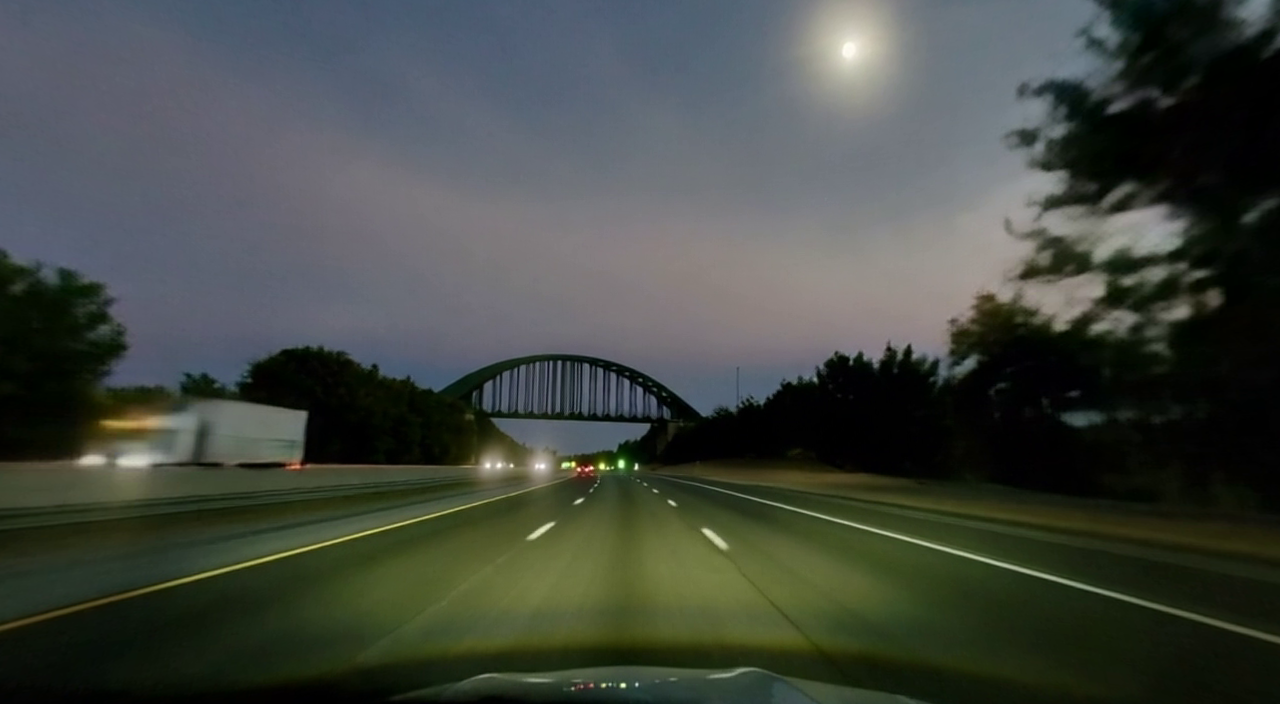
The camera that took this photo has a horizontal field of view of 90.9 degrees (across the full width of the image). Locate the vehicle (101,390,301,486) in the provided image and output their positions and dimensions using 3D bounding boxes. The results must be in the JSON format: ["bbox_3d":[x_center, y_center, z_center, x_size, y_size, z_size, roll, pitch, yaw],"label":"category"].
[{"bbox_3d":[-20.424,4.340,30.408,2.936,3.889,9.299,1,-10,-1],"label":"vehicle"}]
